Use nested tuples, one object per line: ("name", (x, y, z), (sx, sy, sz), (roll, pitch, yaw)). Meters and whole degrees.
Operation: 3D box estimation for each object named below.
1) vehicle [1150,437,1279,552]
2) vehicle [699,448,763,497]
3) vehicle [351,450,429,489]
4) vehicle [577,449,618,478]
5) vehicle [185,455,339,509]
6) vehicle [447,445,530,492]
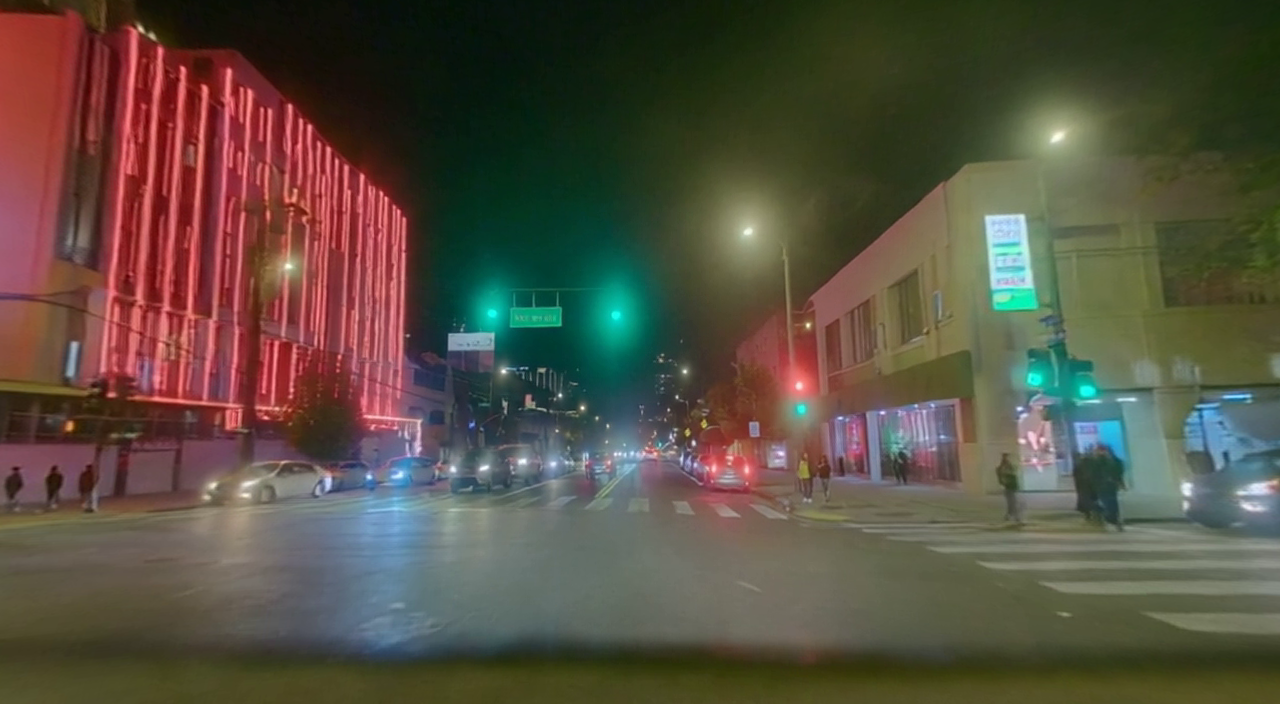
("vehicle", (11.363, 2.247, 10.290), (4.288, 1.689, 1.909), (0, -8, 3))
("vehicle", (3.629, 4.869, 25.812), (1.924, 1.765, 3.954), (0, -8, -1))
("vehicle", (-11.724, 5.505, 29.884), (1.933, 1.628, 3.973), (0, -8, 2))
("vehicle", (-2.335, 6.263, 35.621), (1.973, 1.496, 3.713), (0, -8, 1))
("vehicle", (-12.249, 4.207, 20.892), (1.934, 1.434, 4.636), (-1, -8, 5))
("vehicle", (-5.576, 4.328, 23.801), (1.942, 1.559, 4.298), (0, -8, 2))
